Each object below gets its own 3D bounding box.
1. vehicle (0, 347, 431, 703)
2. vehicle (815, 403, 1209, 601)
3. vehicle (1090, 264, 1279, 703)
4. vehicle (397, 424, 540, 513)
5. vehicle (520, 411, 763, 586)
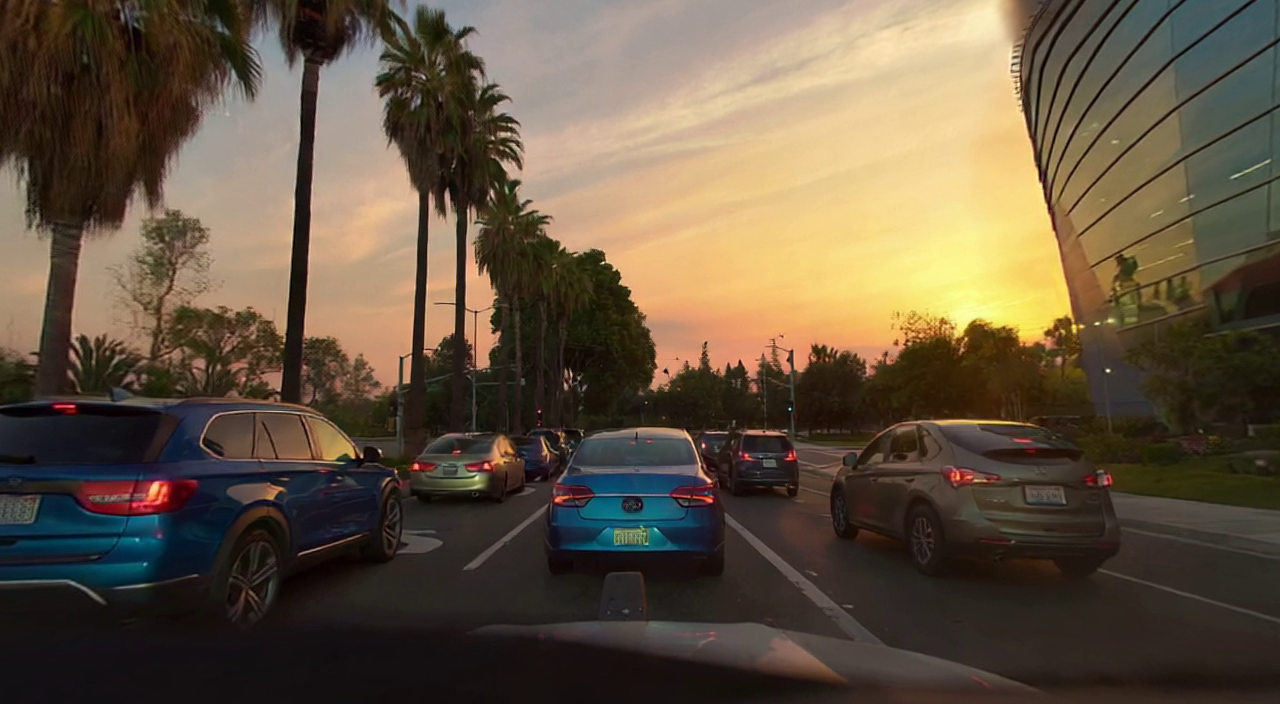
[{"bbox_3d":[-3.541,1.175,5.396,2.014,1.775,4.404,0,-8,-1],"label":"vehicle"},{"bbox_3d":[3.842,1.626,7.727,2.064,1.696,4.431,0,-8,-1],"label":"vehicle"},{"bbox_3d":[2.983,0.436,0.305,2.117,1.879,4.715,0,-8,2],"label":"vehicle"},{"bbox_3d":[-3.460,2.422,13.523,1.917,1.631,3.768,0,-8,1],"label":"vehicle"},{"bbox_3d":[-0.037,1.668,8.004,2.219,1.586,4.321,0,-8,-1],"label":"vehicle"}]
